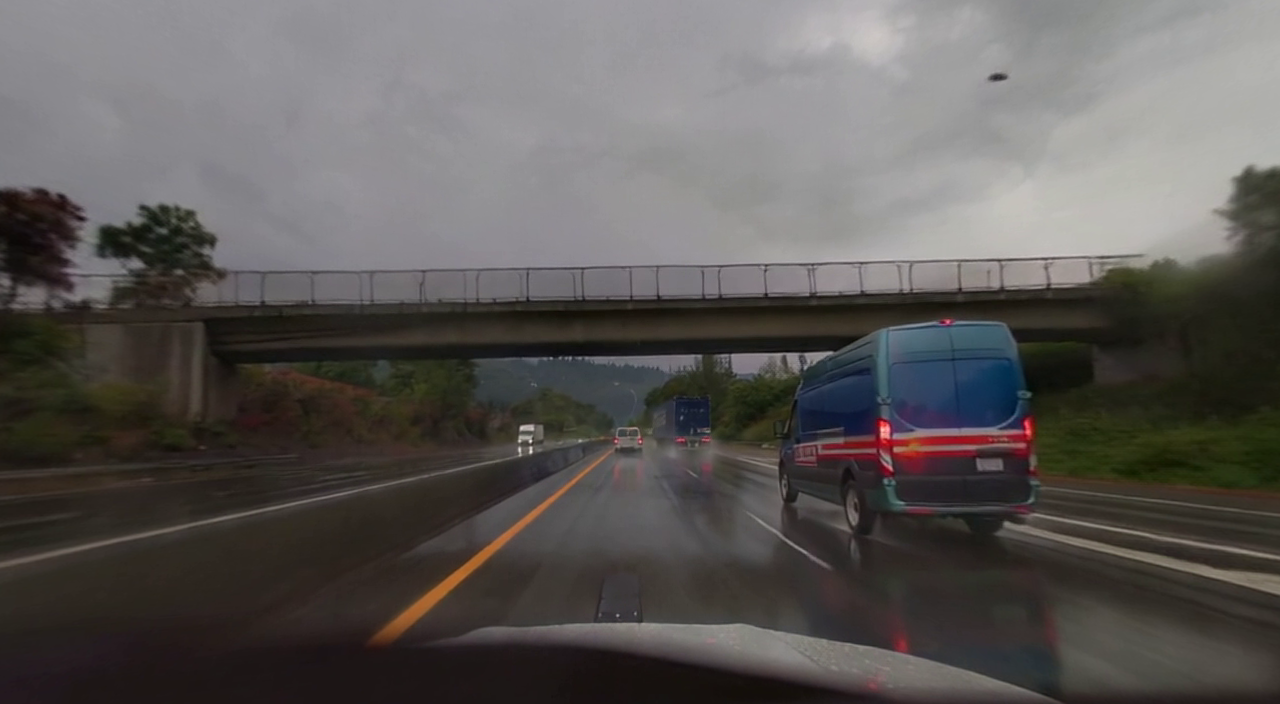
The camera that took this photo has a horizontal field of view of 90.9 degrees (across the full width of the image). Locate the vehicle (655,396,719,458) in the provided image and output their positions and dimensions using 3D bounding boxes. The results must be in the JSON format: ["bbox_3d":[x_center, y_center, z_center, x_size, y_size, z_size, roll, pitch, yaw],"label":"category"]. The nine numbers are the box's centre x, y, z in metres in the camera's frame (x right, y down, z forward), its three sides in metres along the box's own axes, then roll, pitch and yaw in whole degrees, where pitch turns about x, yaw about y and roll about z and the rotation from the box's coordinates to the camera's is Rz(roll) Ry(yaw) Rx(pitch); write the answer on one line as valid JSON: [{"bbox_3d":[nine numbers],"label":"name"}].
[{"bbox_3d":[3.019,5.555,45.875,3.096,3.759,15.119,0,-8,-2],"label":"vehicle"}]

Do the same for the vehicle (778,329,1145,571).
[{"bbox_3d":[3.946,1.363,9.317,2.387,2.506,5.374,0,-8,-2],"label":"vehicle"}]

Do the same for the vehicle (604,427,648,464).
[{"bbox_3d":[-0.718,4.647,31.479,2.073,1.750,4.116,0,-8,-2],"label":"vehicle"}]
